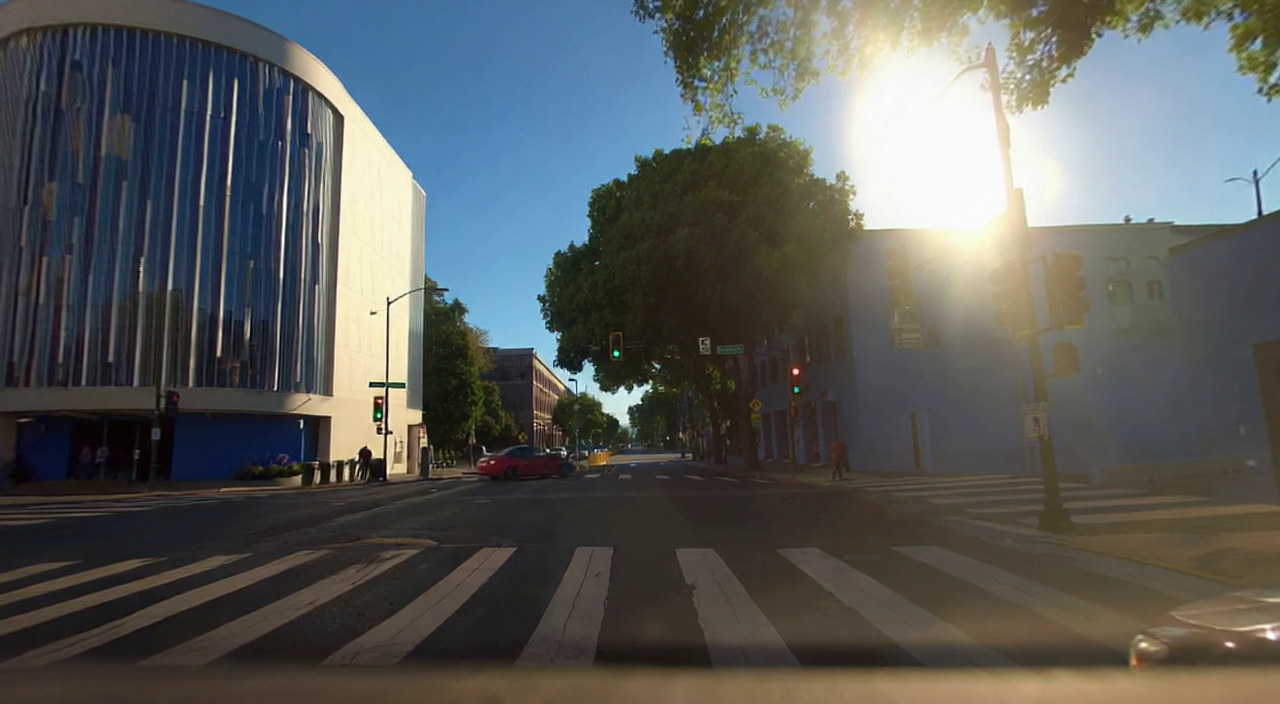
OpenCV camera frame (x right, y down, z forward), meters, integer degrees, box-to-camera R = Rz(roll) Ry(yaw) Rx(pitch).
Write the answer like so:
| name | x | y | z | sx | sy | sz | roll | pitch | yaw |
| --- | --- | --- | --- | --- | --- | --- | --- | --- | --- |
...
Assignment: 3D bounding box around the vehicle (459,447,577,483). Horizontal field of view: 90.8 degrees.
| name | x | y | z | sx | sy | sz | roll | pitch | yaw |
| --- | --- | --- | --- | --- | --- | --- | --- | --- | --- |
| vehicle | -5.342 | 4.973 | 28.199 | 2.088 | 1.452 | 4.833 | -8 | -12 | 43 |
